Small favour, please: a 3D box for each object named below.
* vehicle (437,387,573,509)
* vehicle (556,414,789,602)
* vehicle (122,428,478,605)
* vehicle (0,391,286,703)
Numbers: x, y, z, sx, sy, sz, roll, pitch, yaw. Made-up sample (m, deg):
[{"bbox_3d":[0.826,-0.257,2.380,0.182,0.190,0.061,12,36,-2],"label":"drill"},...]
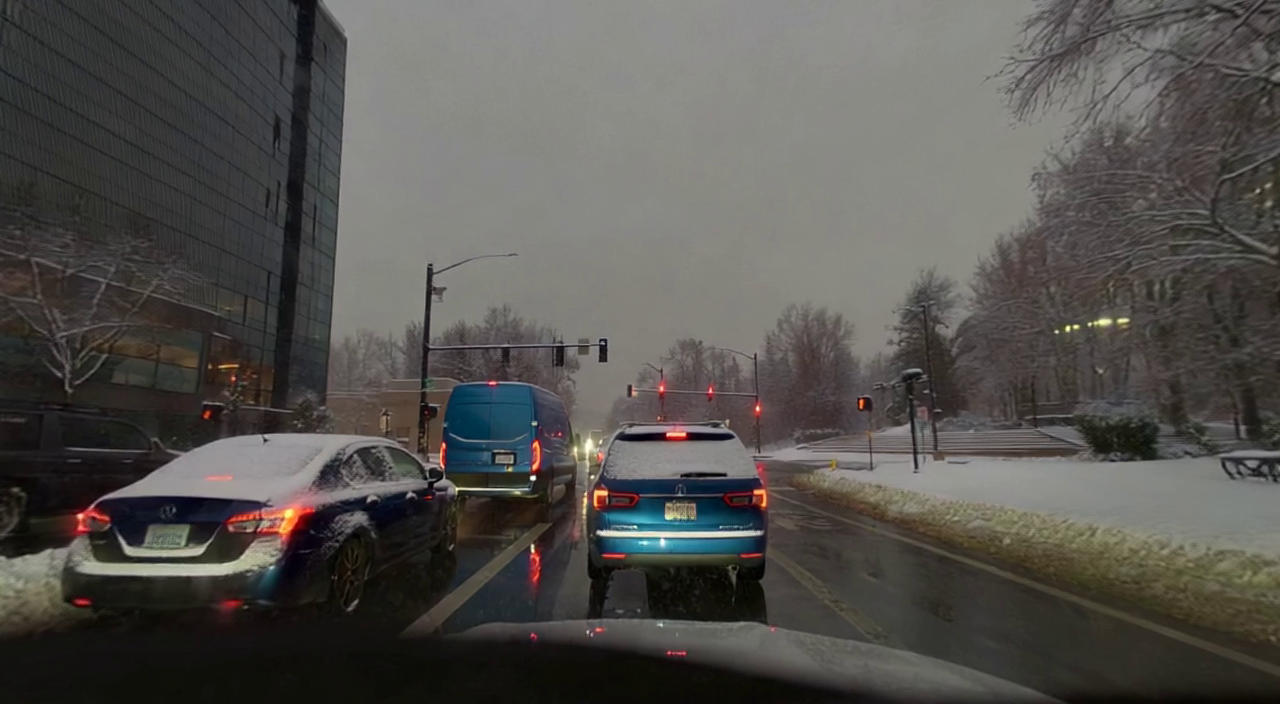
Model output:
[{"bbox_3d":[-3.245,2.537,16.574,2.343,2.635,5.684,0,-9,0],"label":"vehicle"},{"bbox_3d":[0.194,1.602,7.205,1.979,1.562,3.630,0,-9,-3],"label":"vehicle"},{"bbox_3d":[-3.484,1.754,7.583,1.955,1.499,4.223,0,-9,0],"label":"vehicle"},{"bbox_3d":[-2.901,0.818,1.525,1.893,1.491,3.798,0,-9,-1],"label":"vehicle"}]
